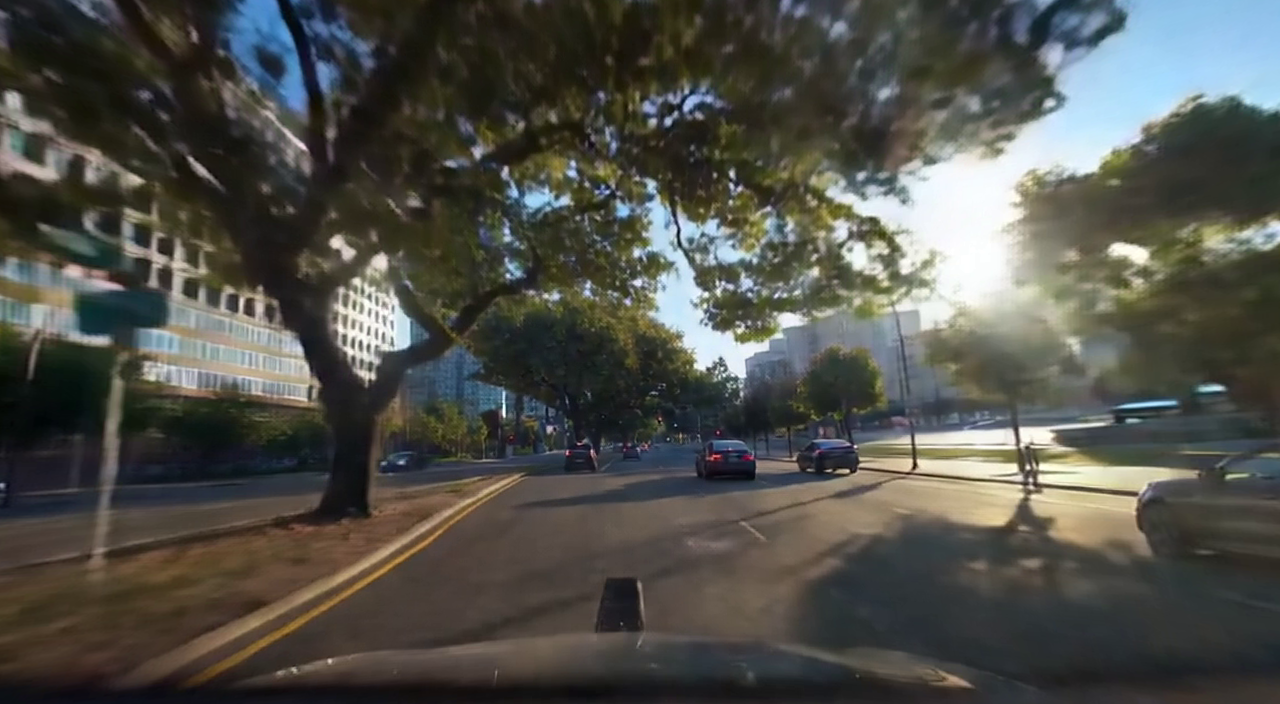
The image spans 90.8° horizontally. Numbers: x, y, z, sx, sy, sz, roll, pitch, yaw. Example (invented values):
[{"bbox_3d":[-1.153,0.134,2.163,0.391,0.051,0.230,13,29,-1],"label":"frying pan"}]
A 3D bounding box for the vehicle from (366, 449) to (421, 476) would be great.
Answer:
[{"bbox_3d":[-16.781,7.502,43.297,1.954,1.699,4.542,0,-8,0],"label":"vehicle"}]

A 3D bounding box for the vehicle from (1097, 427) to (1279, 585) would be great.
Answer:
[{"bbox_3d":[6.821,1.418,5.861,1.830,1.443,4.351,0,-8,-1],"label":"vehicle"}]

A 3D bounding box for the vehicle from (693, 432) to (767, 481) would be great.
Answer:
[{"bbox_3d":[3.515,4.201,25.641,2.152,1.742,4.704,0,-8,-2],"label":"vehicle"}]

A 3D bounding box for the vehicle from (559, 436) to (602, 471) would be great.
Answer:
[{"bbox_3d":[-3.242,5.630,35.232,2.155,1.797,3.989,0,-8,-2],"label":"vehicle"}]

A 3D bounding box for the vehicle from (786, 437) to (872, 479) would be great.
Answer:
[{"bbox_3d":[7.518,4.256,25.628,1.944,1.503,4.723,0,-8,-1],"label":"vehicle"}]
